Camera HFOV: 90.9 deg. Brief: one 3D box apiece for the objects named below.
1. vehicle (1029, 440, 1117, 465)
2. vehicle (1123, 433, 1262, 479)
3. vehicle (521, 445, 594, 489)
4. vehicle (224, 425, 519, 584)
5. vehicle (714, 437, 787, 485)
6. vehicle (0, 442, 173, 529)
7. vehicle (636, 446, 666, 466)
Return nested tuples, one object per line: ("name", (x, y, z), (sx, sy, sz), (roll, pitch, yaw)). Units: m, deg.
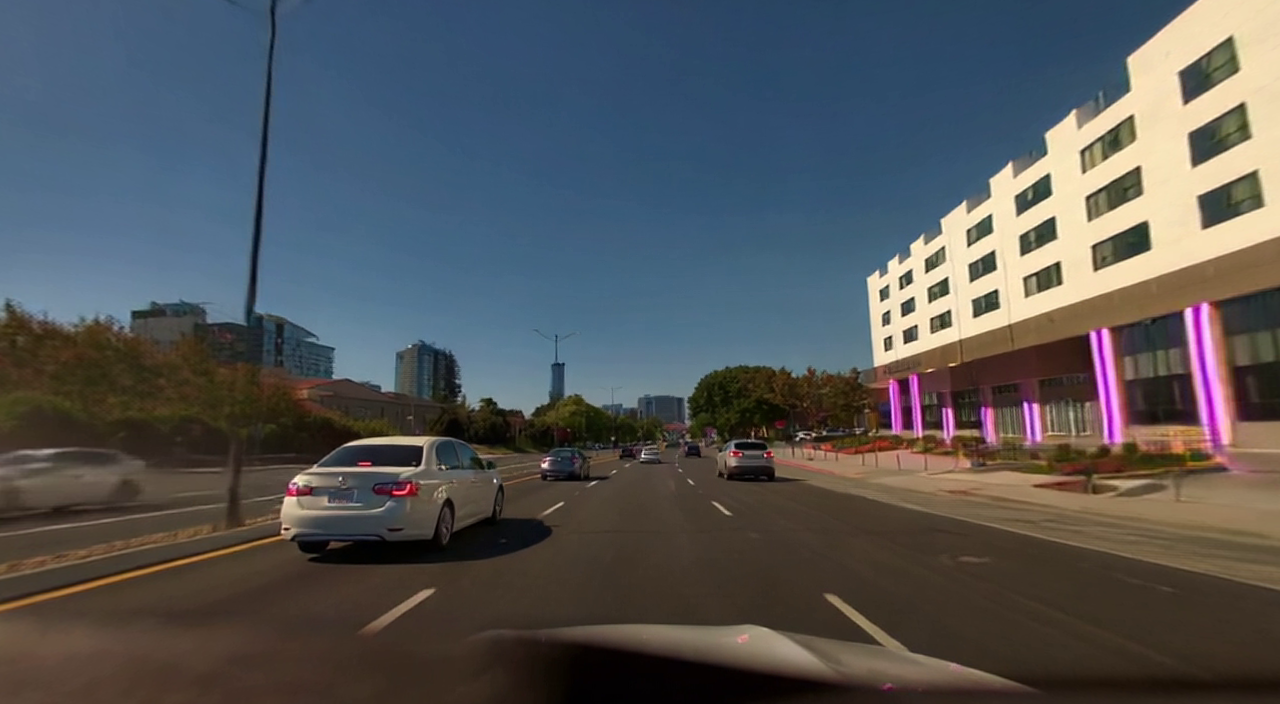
("vehicle", (30.378, 7.090, 44.363), (4.667, 1.674, 1.767), (-1, -9, 9))
("vehicle", (17.882, 3.355, 20.450), (3.368, 1.389, 1.595), (2, -9, -12))
("vehicle", (-2.924, 4.176, 23.306), (1.980, 1.454, 4.226), (-1, -8, 2))
("vehicle", (-3.127, 1.860, 8.616), (2.118, 1.568, 4.436), (0, -8, -1))
("vehicle", (4.284, 4.291, 25.060), (2.103, 1.699, 4.171), (0, -8, 0))
("vehicle", (-12.247, 2.616, 12.899), (2.110, 1.512, 4.107), (-1, -8, 2))
("vehicle", (0.874, 7.919, 48.113), (2.164, 1.477, 3.988), (-1, -8, 2))
